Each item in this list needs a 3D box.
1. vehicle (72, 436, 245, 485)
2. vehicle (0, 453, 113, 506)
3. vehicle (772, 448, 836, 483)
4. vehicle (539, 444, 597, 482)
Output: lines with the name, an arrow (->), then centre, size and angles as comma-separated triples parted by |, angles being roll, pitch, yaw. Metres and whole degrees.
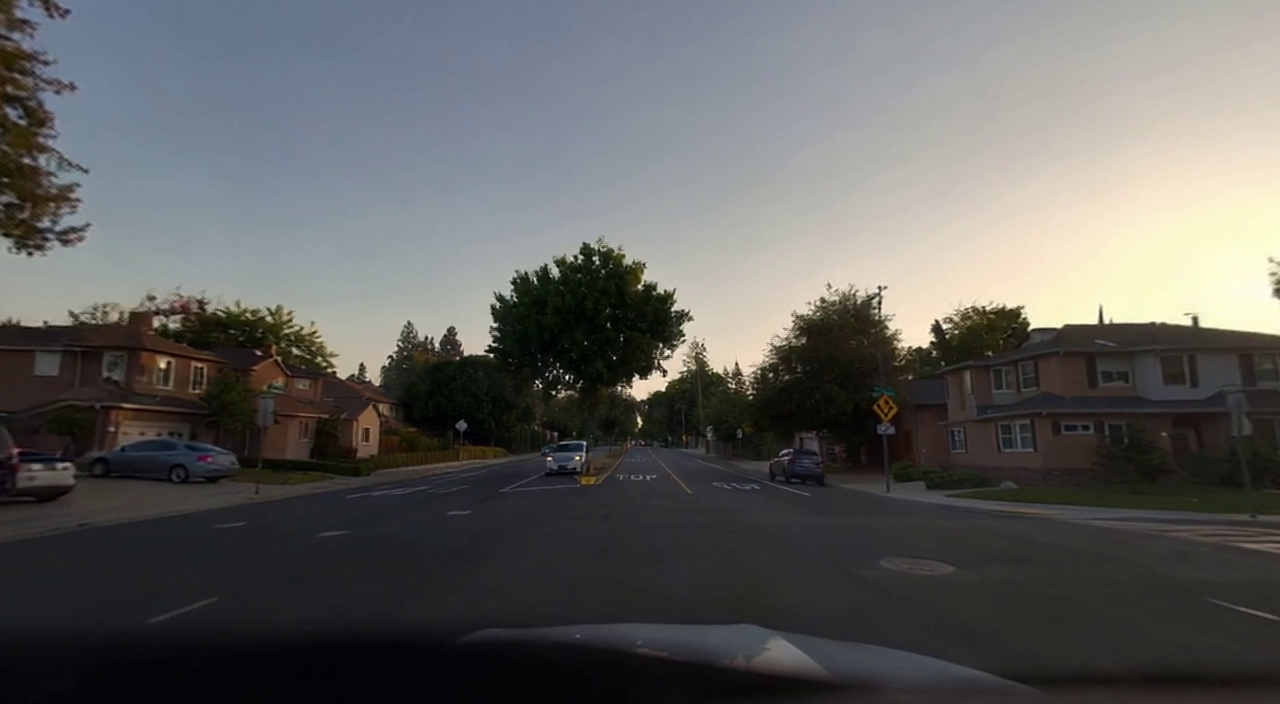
vehicle -> -17.910, 4.045, 23.692 | 4.743, 1.734, 1.994 | 0, -9, -1
vehicle -> -17.751, 3.486, 17.509 | 4.581, 1.337, 1.954 | -1, -9, 3
vehicle -> 8.039, 5.579, 31.364 | 2.029, 1.554, 4.705 | 0, -9, 2
vehicle -> -2.995, 4.715, 27.023 | 2.014, 1.499, 3.999 | 0, -9, 0
